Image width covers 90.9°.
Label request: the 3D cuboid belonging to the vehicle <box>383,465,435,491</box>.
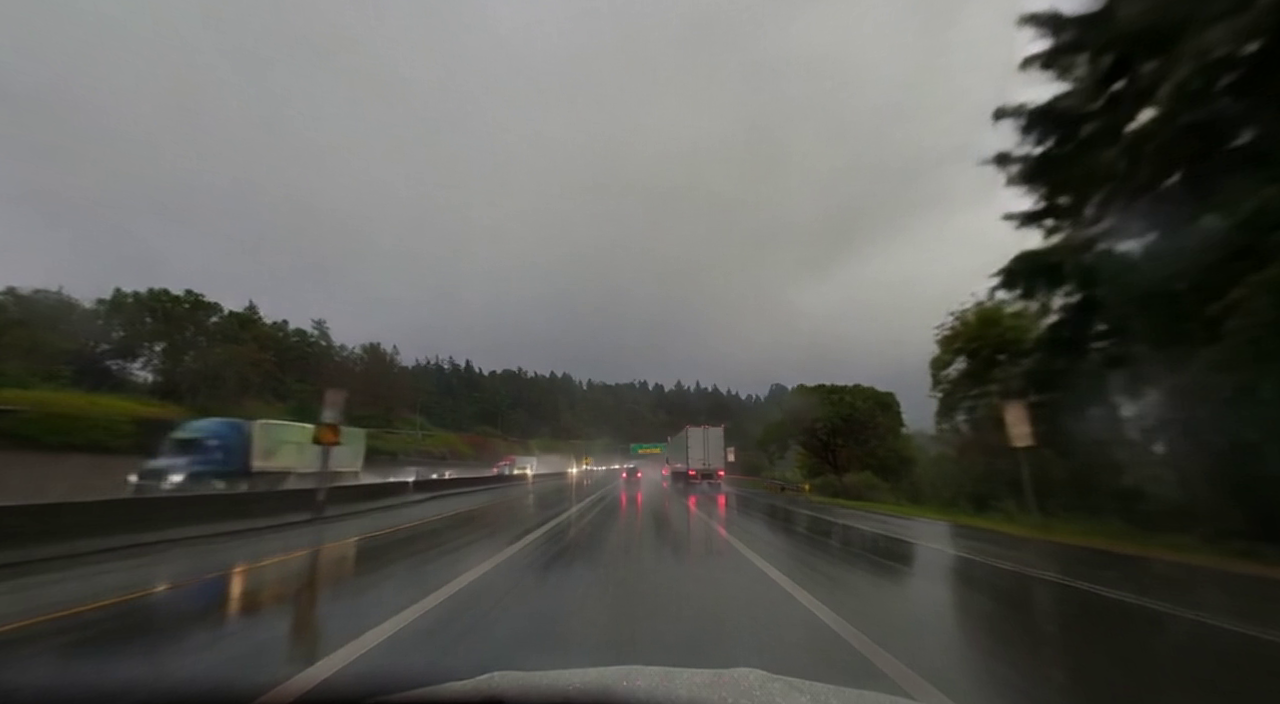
[{"bbox_3d":[-15.845,8.697,43.512,1.954,1.660,4.158,1,-10,0],"label":"vehicle"}]

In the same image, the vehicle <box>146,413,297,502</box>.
[{"bbox_3d":[-20.129,5.197,30.877,2.995,3.894,5.957,1,-10,0],"label":"vehicle"}]

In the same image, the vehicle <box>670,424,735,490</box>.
[{"bbox_3d":[4.239,7.870,46.651,3.218,4.001,14.492,1,-10,0],"label":"vehicle"}]

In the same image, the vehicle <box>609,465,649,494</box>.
[{"bbox_3d":[-0.605,6.902,34.314,2.010,1.436,3.973,1,-10,-1],"label":"vehicle"}]
